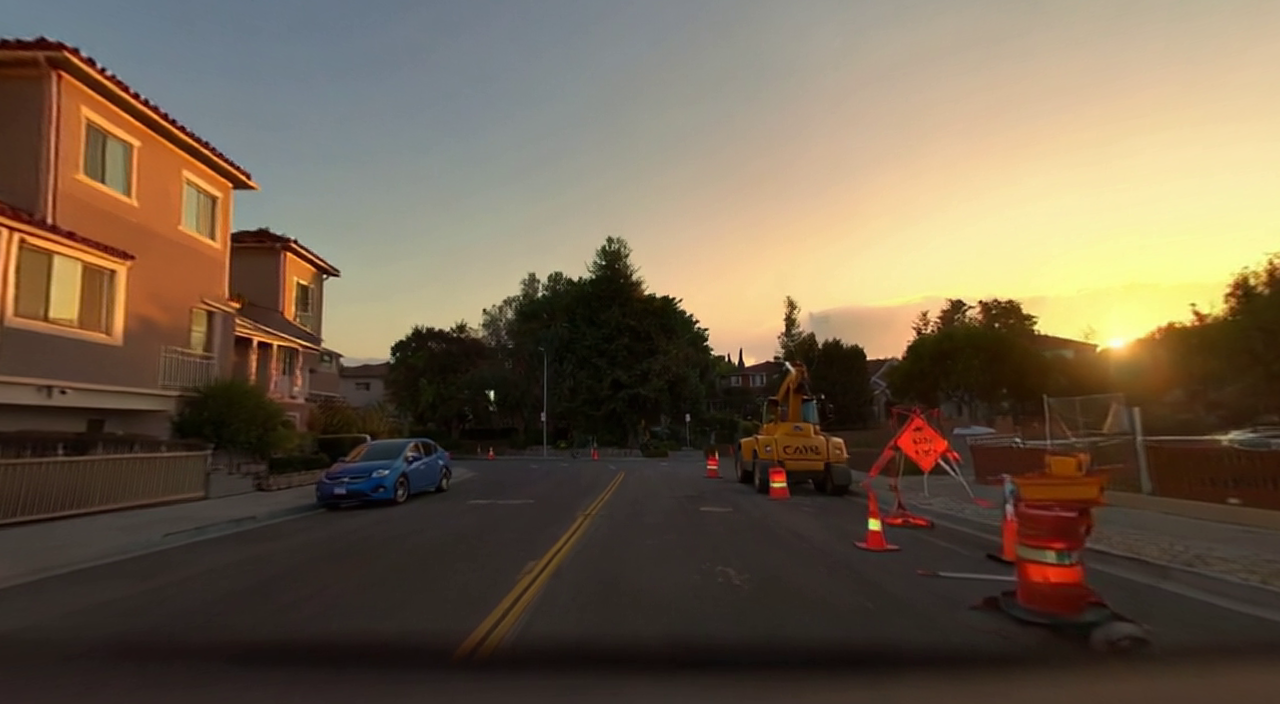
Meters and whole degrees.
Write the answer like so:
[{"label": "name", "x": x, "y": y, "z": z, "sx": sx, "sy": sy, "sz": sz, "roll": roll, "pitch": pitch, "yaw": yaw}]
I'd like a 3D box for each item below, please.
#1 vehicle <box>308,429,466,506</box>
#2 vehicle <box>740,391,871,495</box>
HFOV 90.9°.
[{"label": "vehicle", "x": -6.538, "y": 2.994, "z": 17.058, "sx": 2.220, "sy": 1.765, "sz": 4.799, "roll": 0, "pitch": -7, "yaw": 1}, {"label": "vehicle", "x": 4.497, "y": 2.569, "z": 17.848, "sx": 2.501, "sy": 2.613, "sz": 3.505, "roll": 1, "pitch": -8, "yaw": -5}]
